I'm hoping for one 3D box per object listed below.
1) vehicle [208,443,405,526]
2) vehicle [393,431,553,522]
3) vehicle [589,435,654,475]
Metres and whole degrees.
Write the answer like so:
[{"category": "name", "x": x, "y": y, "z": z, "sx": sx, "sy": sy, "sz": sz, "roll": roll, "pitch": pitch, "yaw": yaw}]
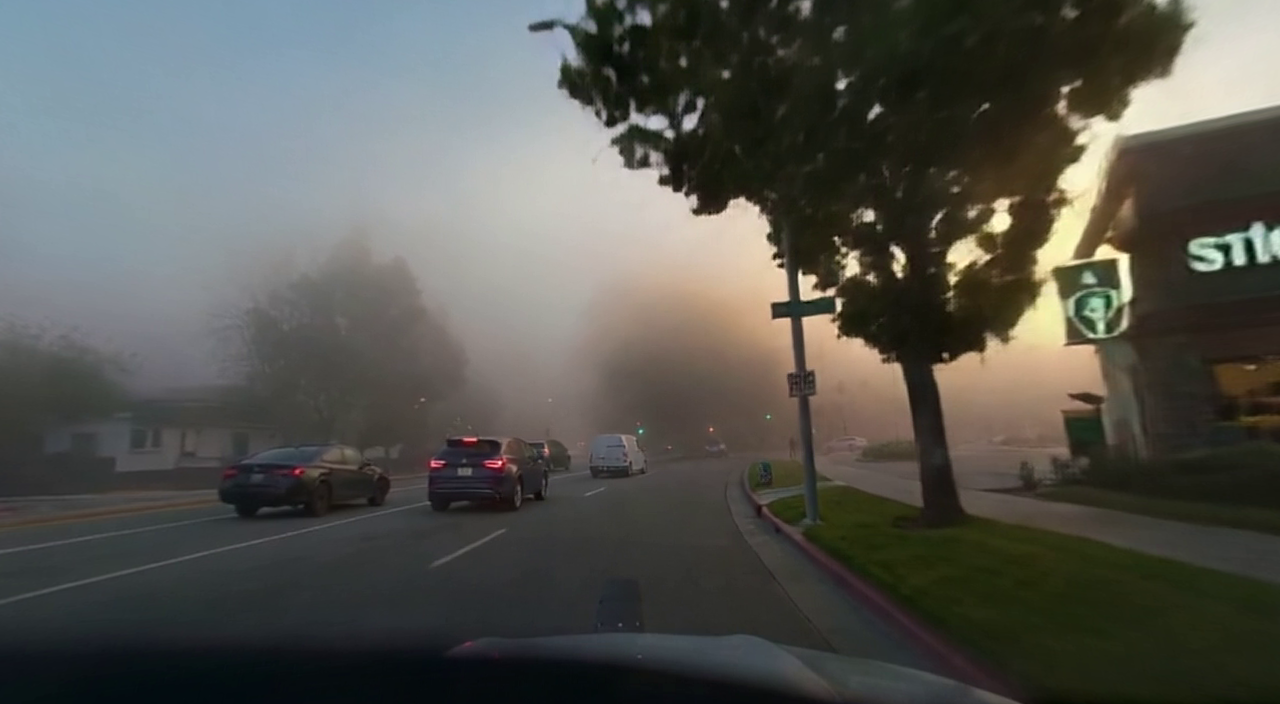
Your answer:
[{"category": "vehicle", "x": -7.163, "y": 2.838, "z": 14.140, "sx": 1.974, "sy": 1.558, "sz": 3.949, "roll": -1, "pitch": -9, "yaw": 6}, {"category": "vehicle", "x": -3.406, "y": 2.617, "z": 13.869, "sx": 2.002, "sy": 1.664, "sz": 4.113, "roll": -1, "pitch": -9, "yaw": 6}, {"category": "vehicle", "x": -0.799, "y": 5.062, "z": 31.297, "sx": 2.167, "sy": 1.832, "sz": 4.679, "roll": -2, "pitch": -9, "yaw": 12}]
